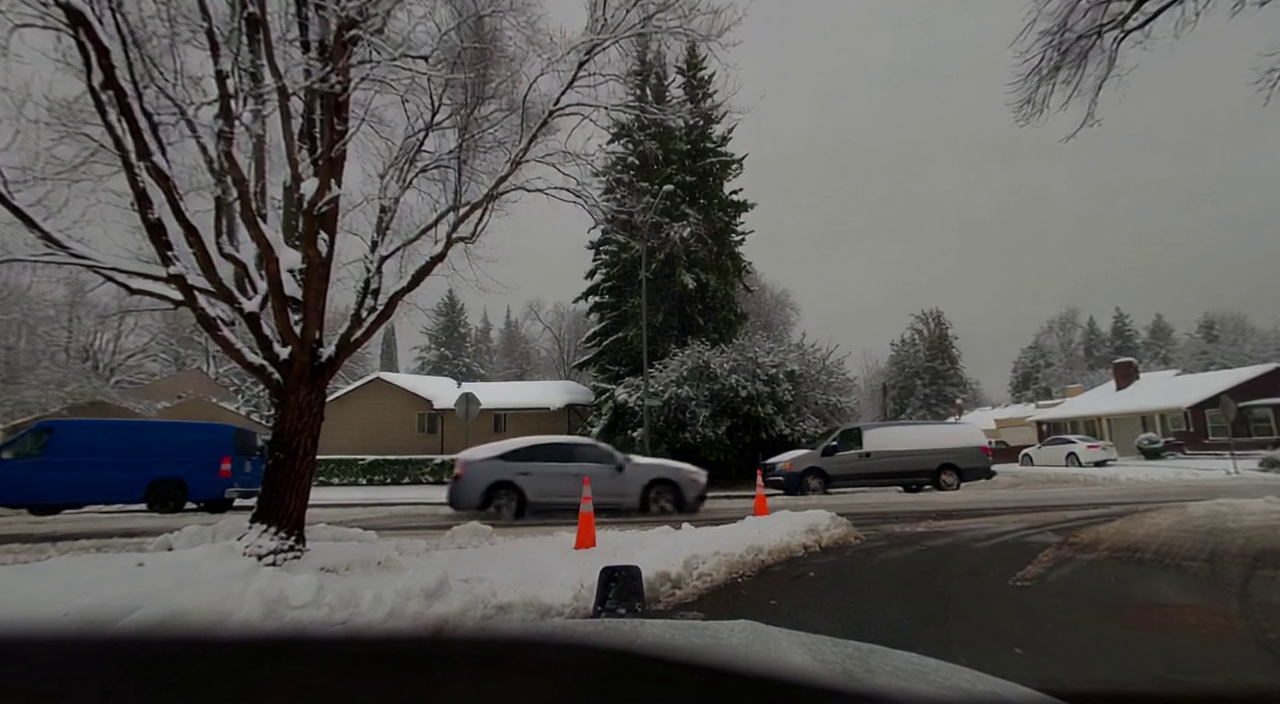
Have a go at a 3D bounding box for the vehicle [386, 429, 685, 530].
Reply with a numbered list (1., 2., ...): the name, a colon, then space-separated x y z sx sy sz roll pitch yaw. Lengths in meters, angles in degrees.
1. vehicle: -1.674 2.171 11.107 4.684 1.556 2.087 0 -8 -3

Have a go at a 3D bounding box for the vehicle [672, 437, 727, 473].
1. vehicle: 2.577 4.582 28.318 1.745 1.461 4.074 1 -9 -5

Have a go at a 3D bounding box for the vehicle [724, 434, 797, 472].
1. vehicle: 5.275 4.498 28.301 2.007 1.555 4.204 1 -9 -7

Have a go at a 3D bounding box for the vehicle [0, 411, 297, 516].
1. vehicle: -14.135 3.079 17.223 7.824 2.323 2.863 -2 -10 -3

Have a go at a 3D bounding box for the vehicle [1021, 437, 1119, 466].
1. vehicle: 22.657 5.255 33.375 3.863 1.453 1.826 1 -8 -4

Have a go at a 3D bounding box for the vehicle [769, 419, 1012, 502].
1. vehicle: 5.968 2.621 15.492 5.047 1.851 2.103 1 -9 -6
